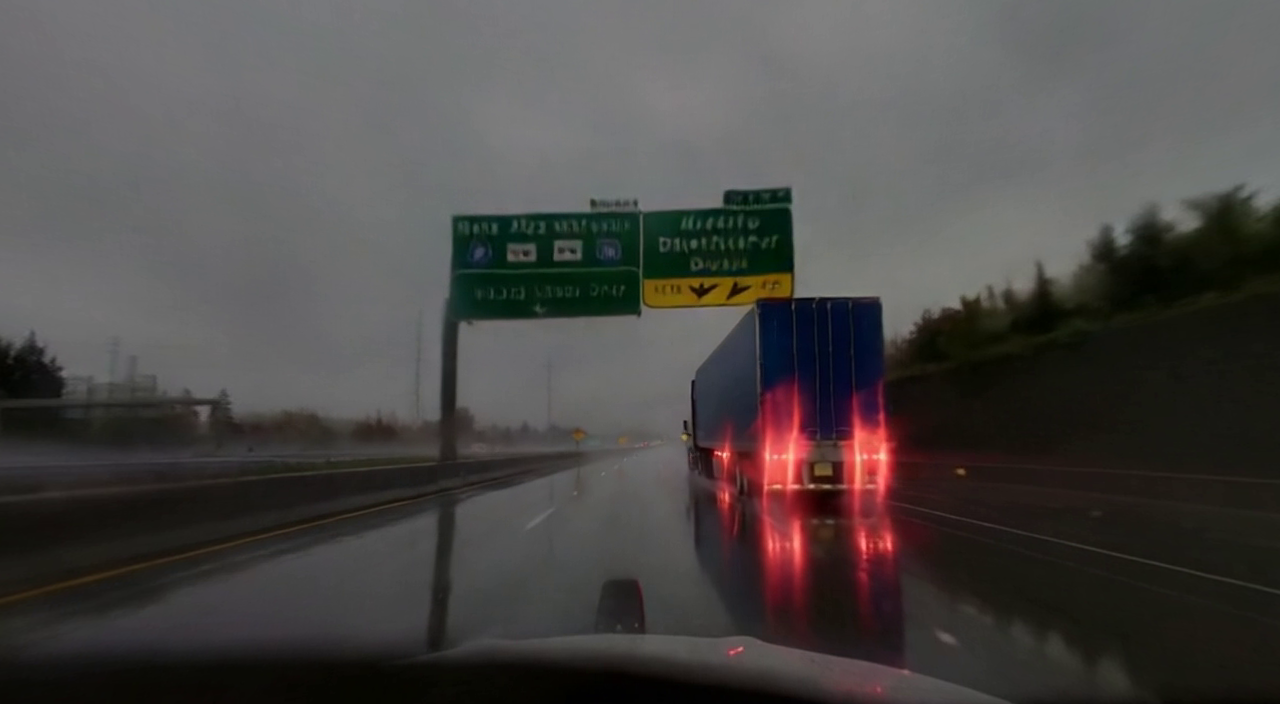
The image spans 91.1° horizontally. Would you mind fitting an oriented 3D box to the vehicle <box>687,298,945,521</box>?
[{"bbox_3d":[3.670,2.087,18.555,3.244,4.020,14.561,0,-9,-1],"label":"vehicle"}]
